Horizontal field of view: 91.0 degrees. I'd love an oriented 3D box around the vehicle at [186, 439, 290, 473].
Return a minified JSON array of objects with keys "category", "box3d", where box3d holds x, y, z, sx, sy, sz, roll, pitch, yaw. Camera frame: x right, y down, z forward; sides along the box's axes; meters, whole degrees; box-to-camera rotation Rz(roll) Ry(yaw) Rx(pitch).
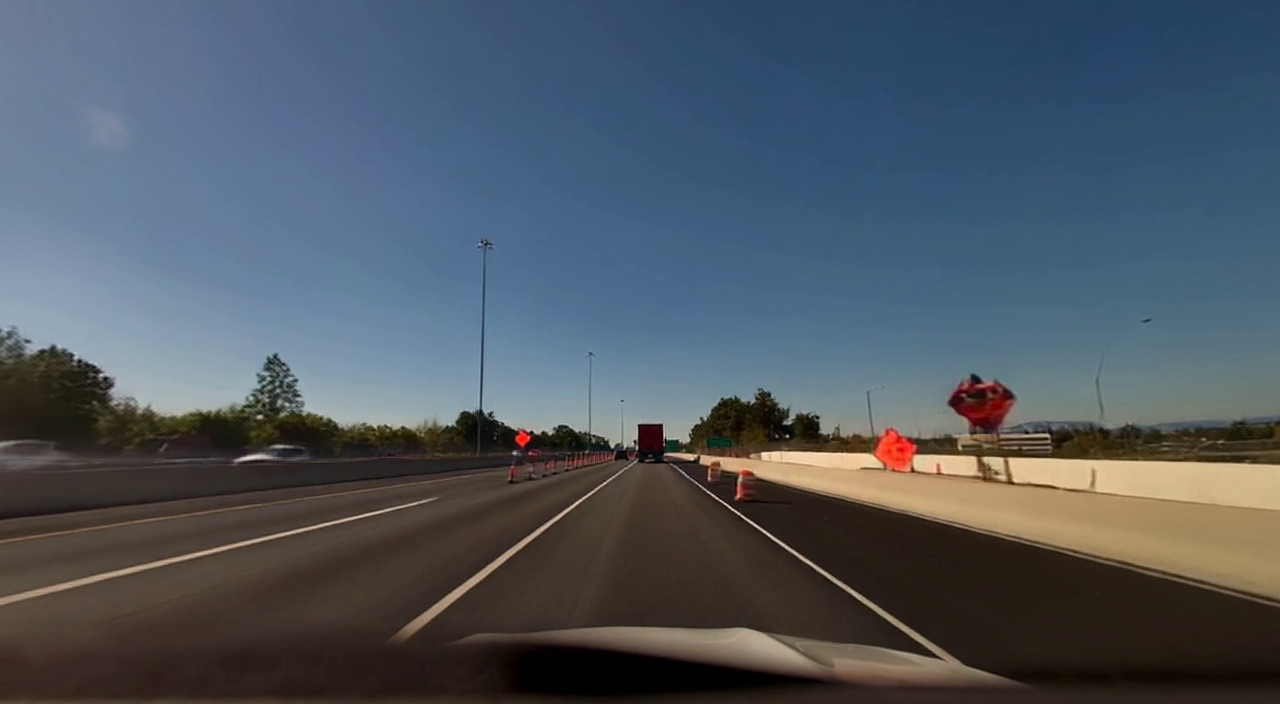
[{"category":"vehicle","box3d":[-19.866,5.162,31.431,1.931,1.567,4.767,0,-9,2]}]
